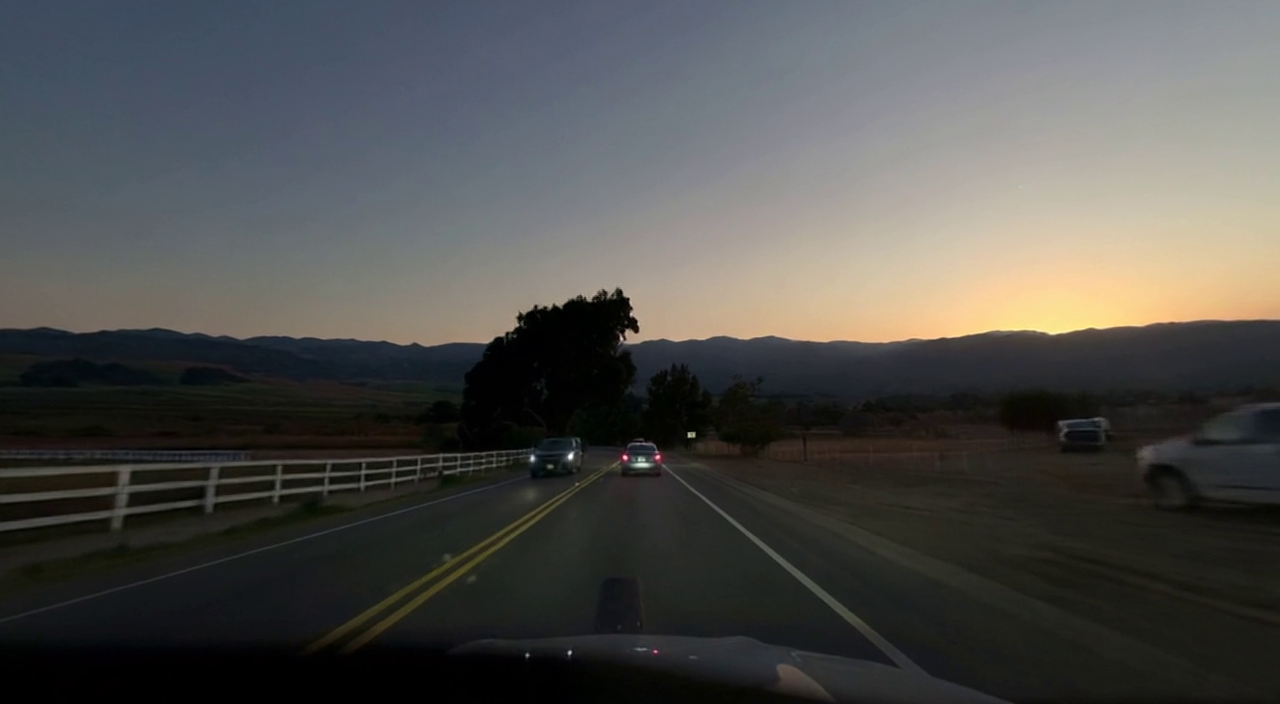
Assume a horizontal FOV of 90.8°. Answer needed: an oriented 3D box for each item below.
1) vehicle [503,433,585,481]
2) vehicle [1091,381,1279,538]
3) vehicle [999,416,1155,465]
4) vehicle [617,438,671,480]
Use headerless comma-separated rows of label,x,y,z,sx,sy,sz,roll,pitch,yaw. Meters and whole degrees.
vehicle,-4.559,5.183,31.516,2.906,2.116,6.952,0,-9,1
vehicle,9.310,1.376,8.081,2.402,1.965,6.091,0,-9,-2
vehicle,17.233,3.578,25.228,1.943,1.739,4.668,4,-10,-25
vehicle,0.154,4.580,27.230,2.158,1.669,4.006,0,-9,0
